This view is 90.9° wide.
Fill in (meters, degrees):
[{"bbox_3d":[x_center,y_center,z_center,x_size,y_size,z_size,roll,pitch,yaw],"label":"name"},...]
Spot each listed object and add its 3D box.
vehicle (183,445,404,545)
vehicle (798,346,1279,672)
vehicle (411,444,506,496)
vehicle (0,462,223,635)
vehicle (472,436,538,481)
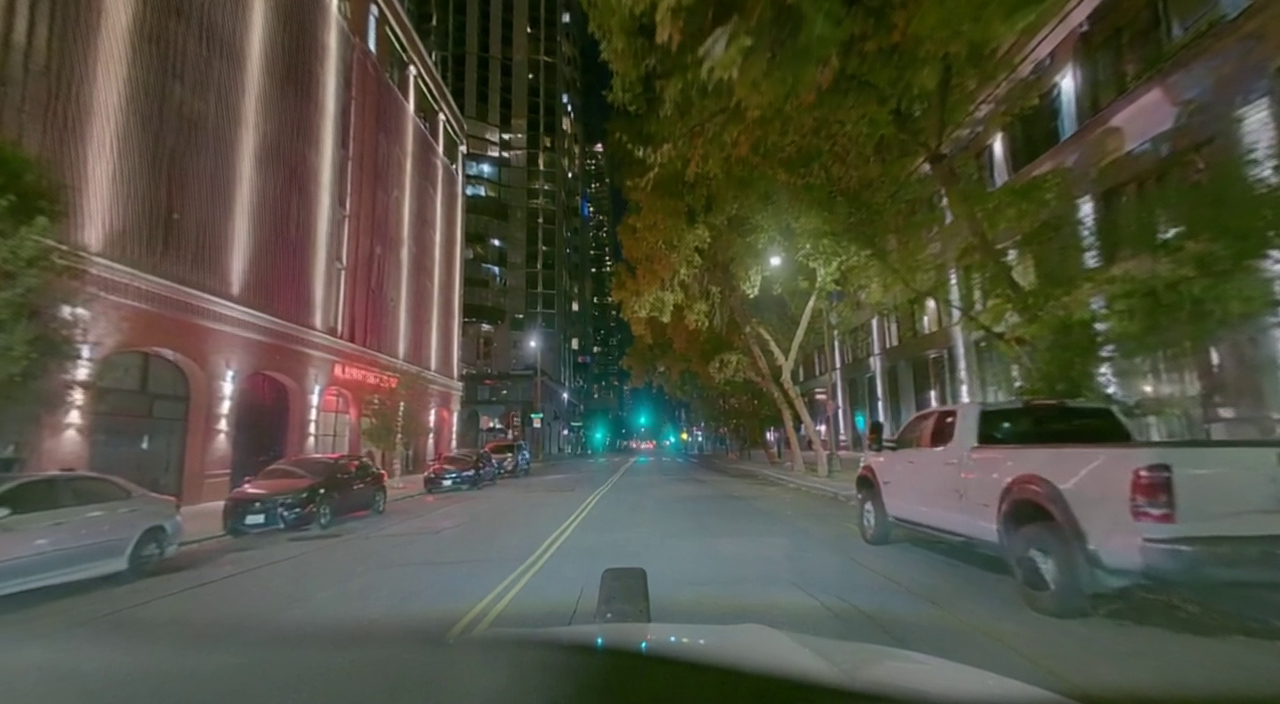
[{"bbox_3d":[-6.695,2.747,12.930,2.110,1.498,4.555,-3,-8,-2],"label":"vehicle"},{"bbox_3d":[3.898,1.361,6.971,2.568,2.001,5.999,0,-8,-2],"label":"vehicle"},{"bbox_3d":[-6.596,4.306,23.518,2.270,1.539,4.855,-3,-8,-2],"label":"vehicle"},{"bbox_3d":[-6.891,2.023,6.540,1.889,1.451,5.013,-3,-8,-2],"label":"vehicle"},{"bbox_3d":[-6.404,5.070,30.490,2.273,1.871,4.920,-3,-8,-2],"label":"vehicle"}]
